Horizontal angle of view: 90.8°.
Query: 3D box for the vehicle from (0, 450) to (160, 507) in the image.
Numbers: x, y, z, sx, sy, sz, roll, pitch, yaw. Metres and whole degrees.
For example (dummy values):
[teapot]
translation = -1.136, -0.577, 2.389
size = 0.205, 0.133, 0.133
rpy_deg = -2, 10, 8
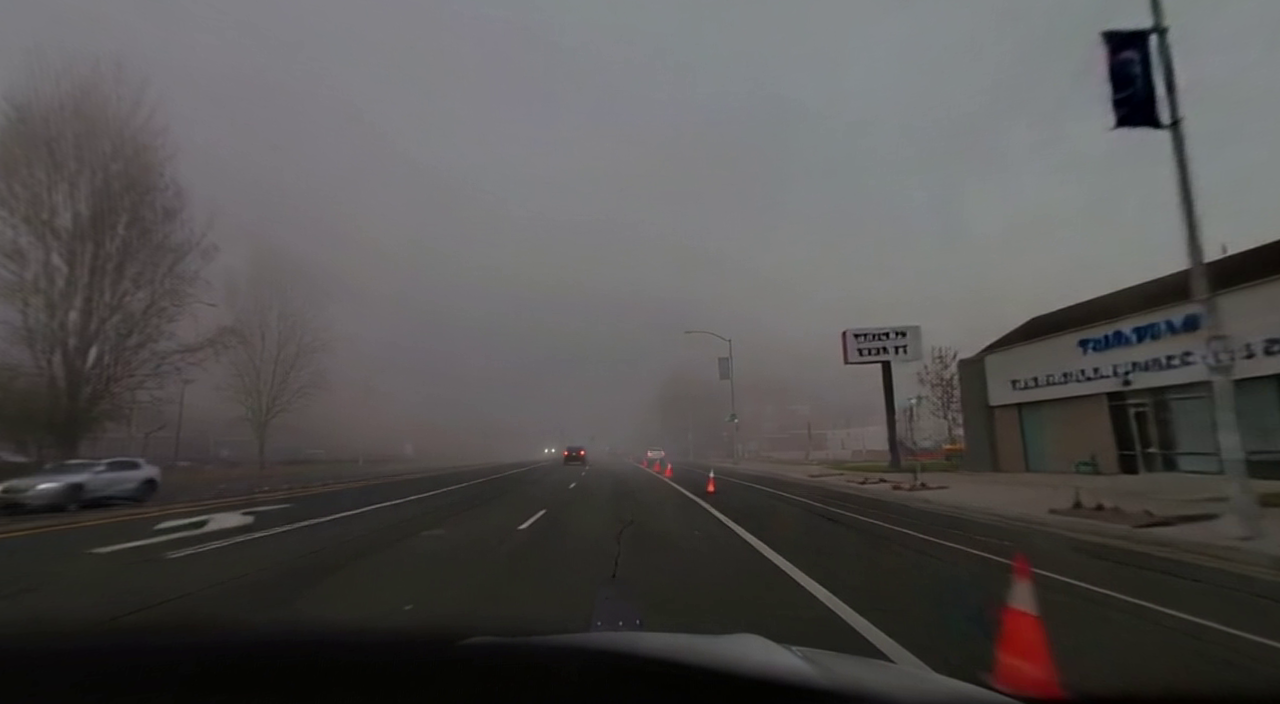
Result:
[vehicle]
translation = -17.442, 3.785, 19.409
size = 1.866, 1.477, 4.445
rpy_deg = 0, -9, 0
